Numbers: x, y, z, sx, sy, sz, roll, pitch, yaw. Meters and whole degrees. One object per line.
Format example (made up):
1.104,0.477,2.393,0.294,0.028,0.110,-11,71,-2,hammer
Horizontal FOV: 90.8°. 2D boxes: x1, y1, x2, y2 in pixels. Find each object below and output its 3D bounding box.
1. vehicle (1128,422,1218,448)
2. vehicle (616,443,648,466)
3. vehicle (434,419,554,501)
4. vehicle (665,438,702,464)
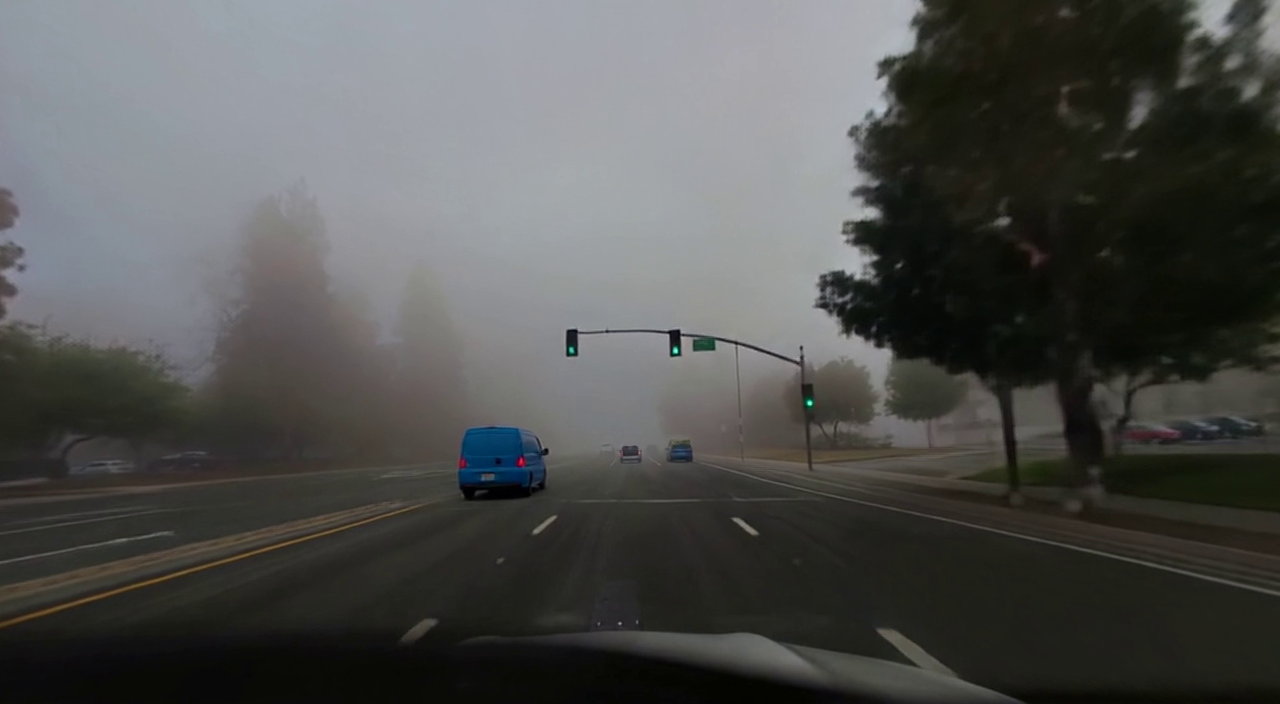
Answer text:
34.210,5.355,40.624,3.874,1.412,1.851,-4,-9,5,vehicle
-0.570,6.947,43.080,2.039,1.455,3.826,0,-8,-2,vehicle
-3.660,2.833,16.874,2.075,1.863,4.744,0,-9,0,vehicle
3.050,7.063,45.117,2.181,1.781,4.257,0,-8,-2,vehicle
